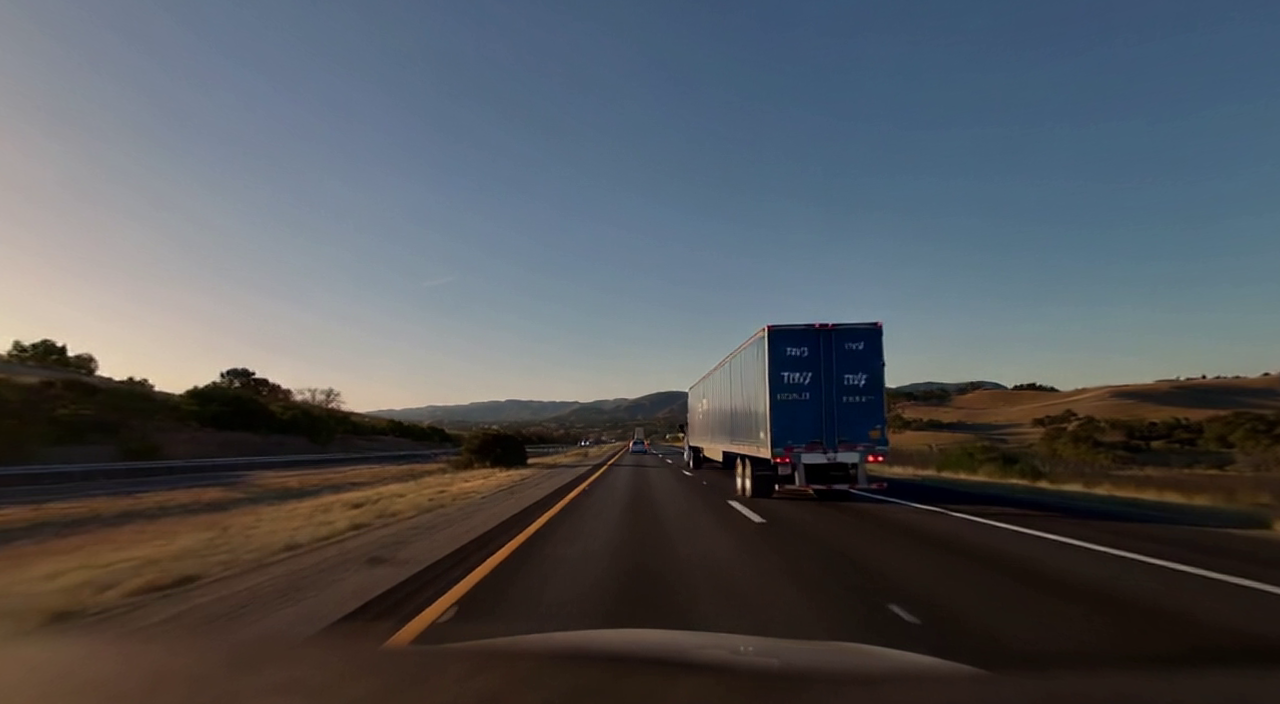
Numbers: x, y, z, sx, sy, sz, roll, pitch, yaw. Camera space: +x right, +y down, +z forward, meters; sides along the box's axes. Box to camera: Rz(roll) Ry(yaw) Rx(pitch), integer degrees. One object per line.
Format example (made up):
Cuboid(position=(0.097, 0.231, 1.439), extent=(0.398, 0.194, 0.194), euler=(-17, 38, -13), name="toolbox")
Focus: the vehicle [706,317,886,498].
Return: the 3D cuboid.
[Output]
Cuboid(position=(4.218, 1.979, 19.920), extent=(3.039, 4.342, 9.556), euler=(0, -8, -1), name="vehicle")
